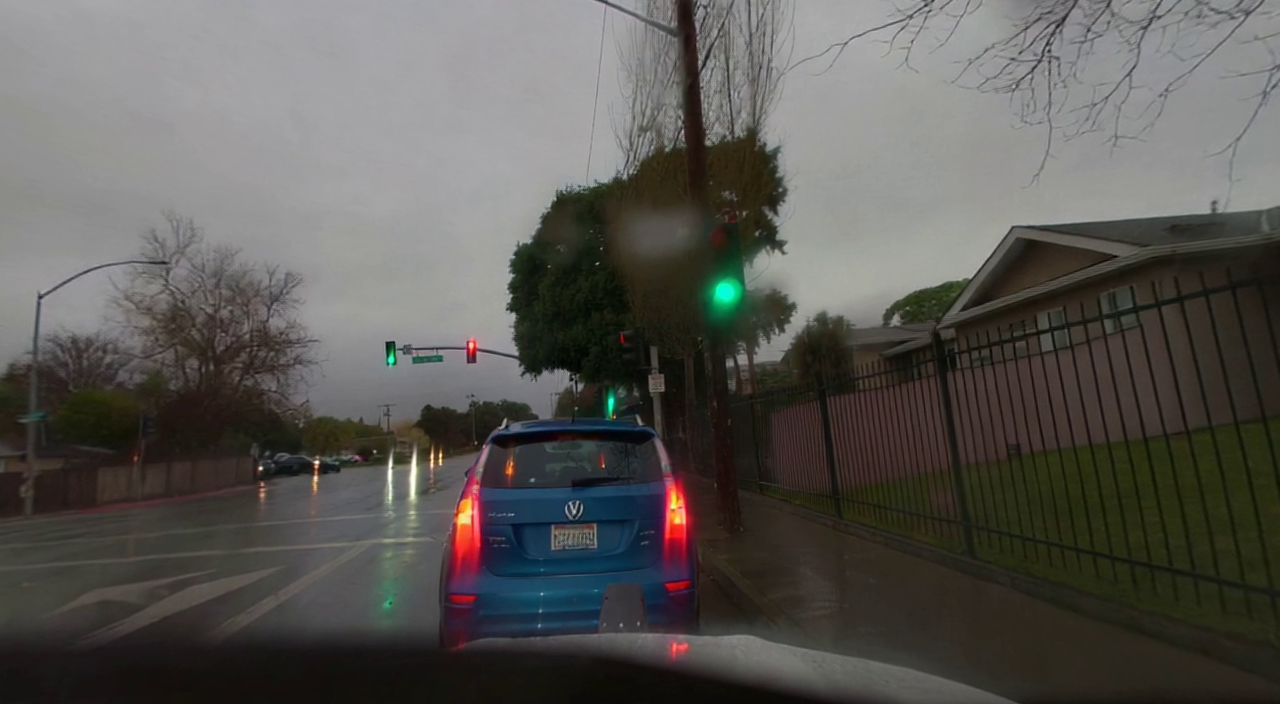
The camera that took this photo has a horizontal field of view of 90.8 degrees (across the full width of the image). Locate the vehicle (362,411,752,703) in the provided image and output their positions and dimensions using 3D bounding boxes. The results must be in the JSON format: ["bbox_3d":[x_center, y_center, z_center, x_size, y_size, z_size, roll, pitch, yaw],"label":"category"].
[{"bbox_3d":[-0.678,1.349,5.220,2.024,1.502,3.702,1,-9,-9],"label":"vehicle"}]
